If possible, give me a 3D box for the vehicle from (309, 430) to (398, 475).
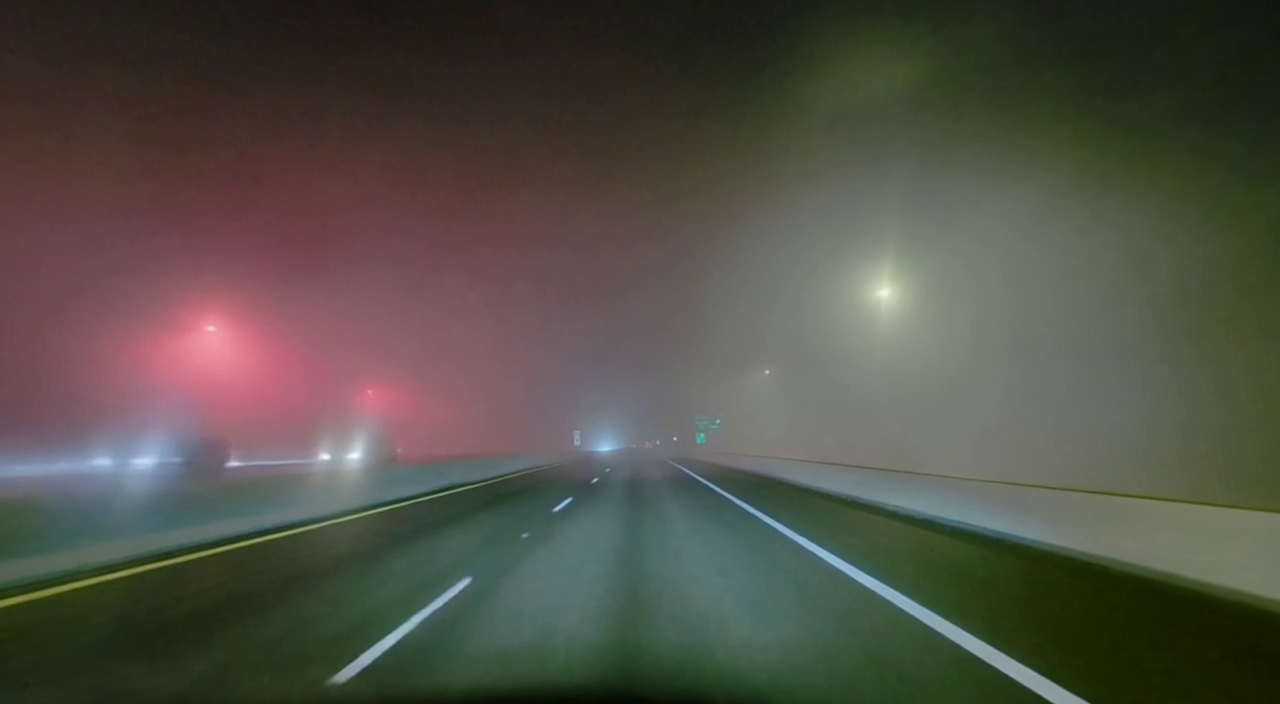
[{"bbox_3d":[-15.961,5.602,35.456,2.415,2.310,5.278,0,-8,1],"label":"vehicle"}]
